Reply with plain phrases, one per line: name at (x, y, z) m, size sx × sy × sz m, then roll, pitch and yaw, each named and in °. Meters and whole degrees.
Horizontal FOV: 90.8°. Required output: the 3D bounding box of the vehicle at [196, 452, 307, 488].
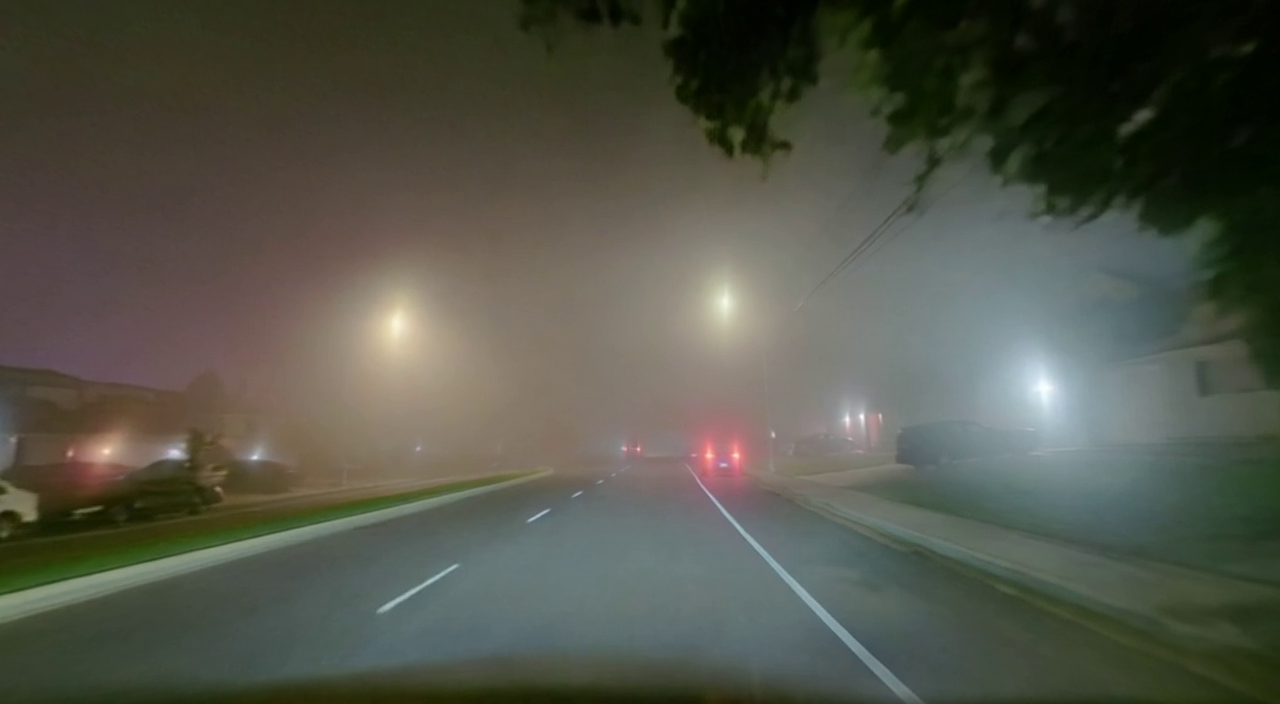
vehicle at (-20.137, 6.094, 32.836) m, size 4.505 × 1.501 × 1.953 m, roll 2°, pitch -9°, yaw 6°

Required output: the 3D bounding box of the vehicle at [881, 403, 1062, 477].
vehicle at (10.279, 2.751, 19.858) m, size 4.463 × 1.765 × 1.960 m, roll -5°, pitch -8°, yaw -4°

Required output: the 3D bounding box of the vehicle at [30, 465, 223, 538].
vehicle at (-14.082, 4.075, 17.703) m, size 1.695 × 1.423 × 4.371 m, roll -9°, pitch -9°, yaw 2°

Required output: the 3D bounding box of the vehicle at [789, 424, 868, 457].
vehicle at (12.028, 5.636, 40.215) m, size 4.591 × 1.867 × 2.057 m, roll 2°, pitch -11°, yaw -29°

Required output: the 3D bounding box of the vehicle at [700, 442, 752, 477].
vehicle at (3.834, 4.862, 28.821) m, size 2.016 × 1.477 × 4.207 m, roll -1°, pitch -8°, yaw 3°
